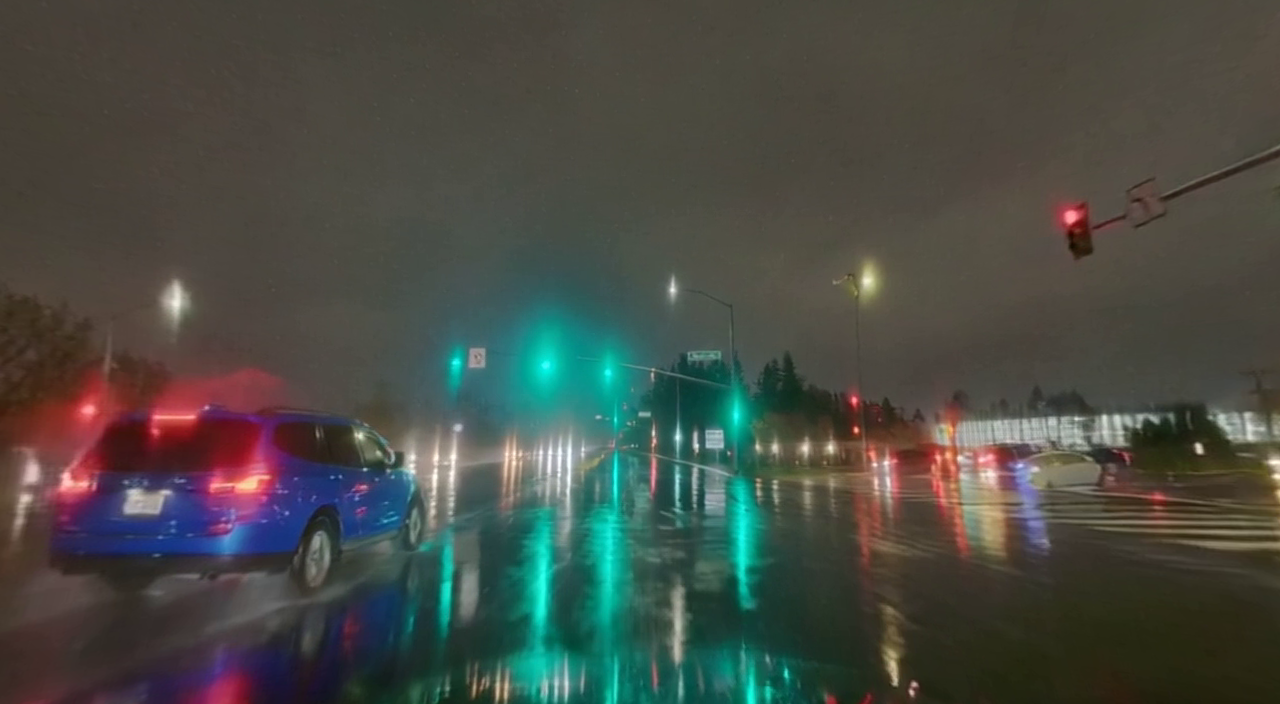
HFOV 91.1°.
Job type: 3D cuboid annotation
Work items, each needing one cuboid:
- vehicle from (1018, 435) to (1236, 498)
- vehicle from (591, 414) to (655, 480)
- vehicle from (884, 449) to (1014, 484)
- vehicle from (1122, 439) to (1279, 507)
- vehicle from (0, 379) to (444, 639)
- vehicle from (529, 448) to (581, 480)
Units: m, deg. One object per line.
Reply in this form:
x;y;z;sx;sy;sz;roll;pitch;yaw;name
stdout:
14.163;3.329;18.501;4.609;1.723;2.157;0;-9;-1;vehicle
-0.830;4.965;32.807;2.993;3.051;6.692;0;-9;0;vehicle
14.047;5.206;28.749;4.807;1.530;2.066;0;-9;-2;vehicle
15.090;2.892;15.291;4.983;1.511;2.077;0;-9;-1;vehicle
-4.054;1.472;6.960;2.178;1.826;4.933;0;-9;0;vehicle
-4.148;5.504;31.214;2.023;1.483;4.143;0;-9;-1;vehicle
